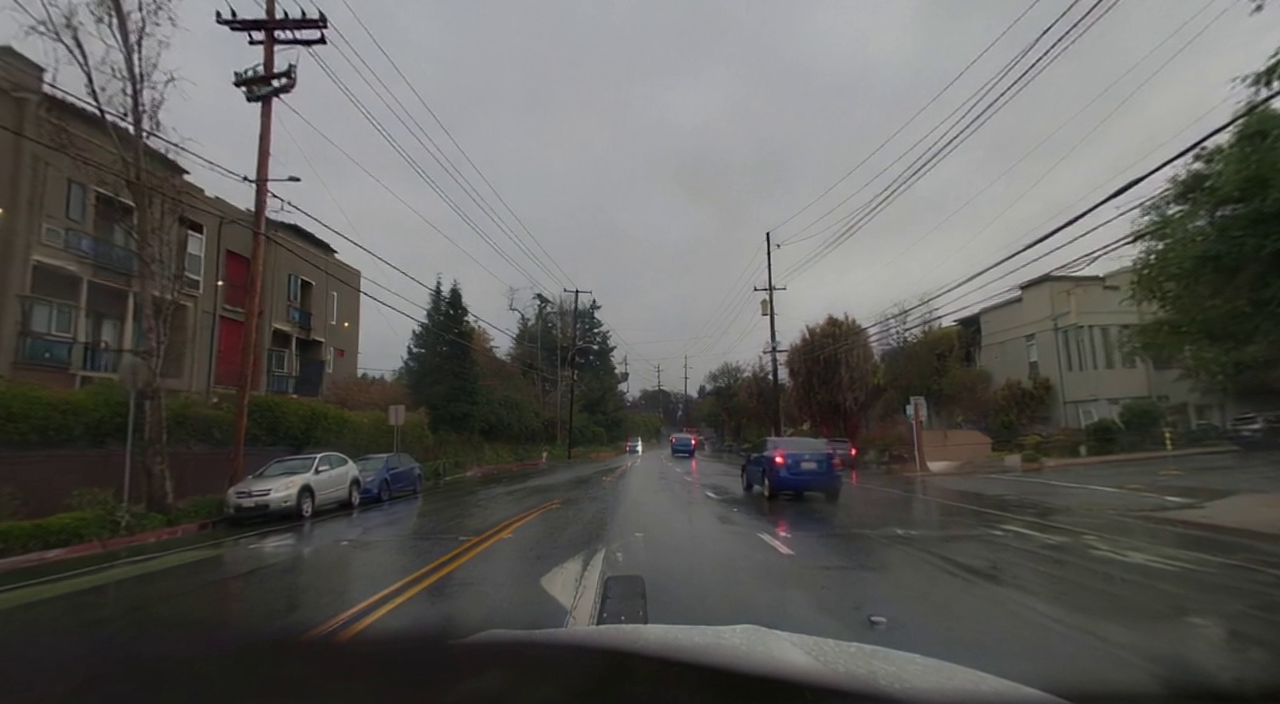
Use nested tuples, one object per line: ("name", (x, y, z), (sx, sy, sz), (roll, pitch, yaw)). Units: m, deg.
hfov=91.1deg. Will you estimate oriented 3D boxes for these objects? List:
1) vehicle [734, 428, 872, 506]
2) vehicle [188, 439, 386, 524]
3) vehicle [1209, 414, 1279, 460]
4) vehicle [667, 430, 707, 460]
("vehicle", (3.640, 2.661, 14.952), (2.028, 1.552, 4.370), (0, -8, -1))
("vehicle", (-8.638, 3.167, 16.042), (2.381, 1.825, 4.652), (0, -8, -1))
("vehicle", (25.322, 3.380, 24.924), (1.944, 1.723, 4.441), (-2, -9, 13))
("vehicle", (2.931, 5.972, 40.230), (2.046, 1.784, 4.687), (0, -8, -2))
